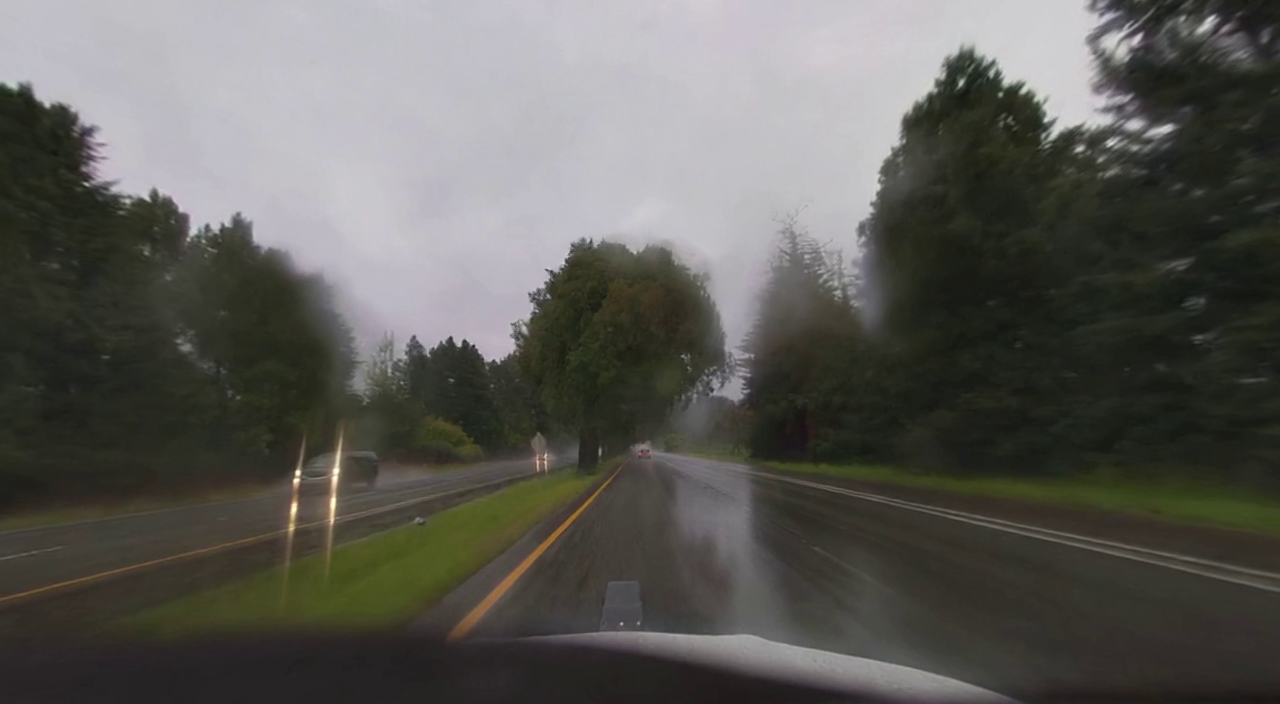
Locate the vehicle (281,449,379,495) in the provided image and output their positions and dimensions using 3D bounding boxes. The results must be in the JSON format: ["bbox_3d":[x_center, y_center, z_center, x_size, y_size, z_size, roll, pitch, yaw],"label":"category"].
[{"bbox_3d":[-14.463,5.585,29.814,2.114,1.981,4.822,0,-9,0],"label":"vehicle"}]
